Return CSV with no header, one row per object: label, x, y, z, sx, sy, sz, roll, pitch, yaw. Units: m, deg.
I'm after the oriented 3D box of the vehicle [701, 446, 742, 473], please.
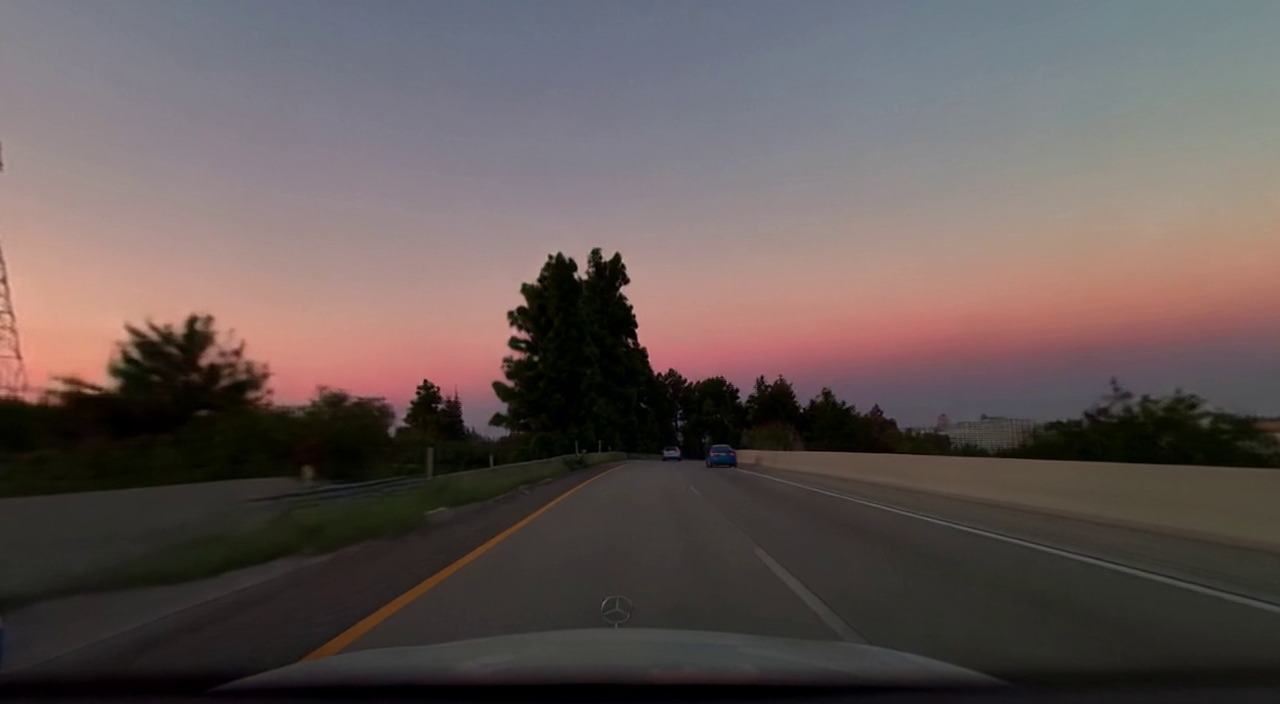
vehicle,4.875,6.478,38.146,2.030,1.526,4.165,0,-9,2
